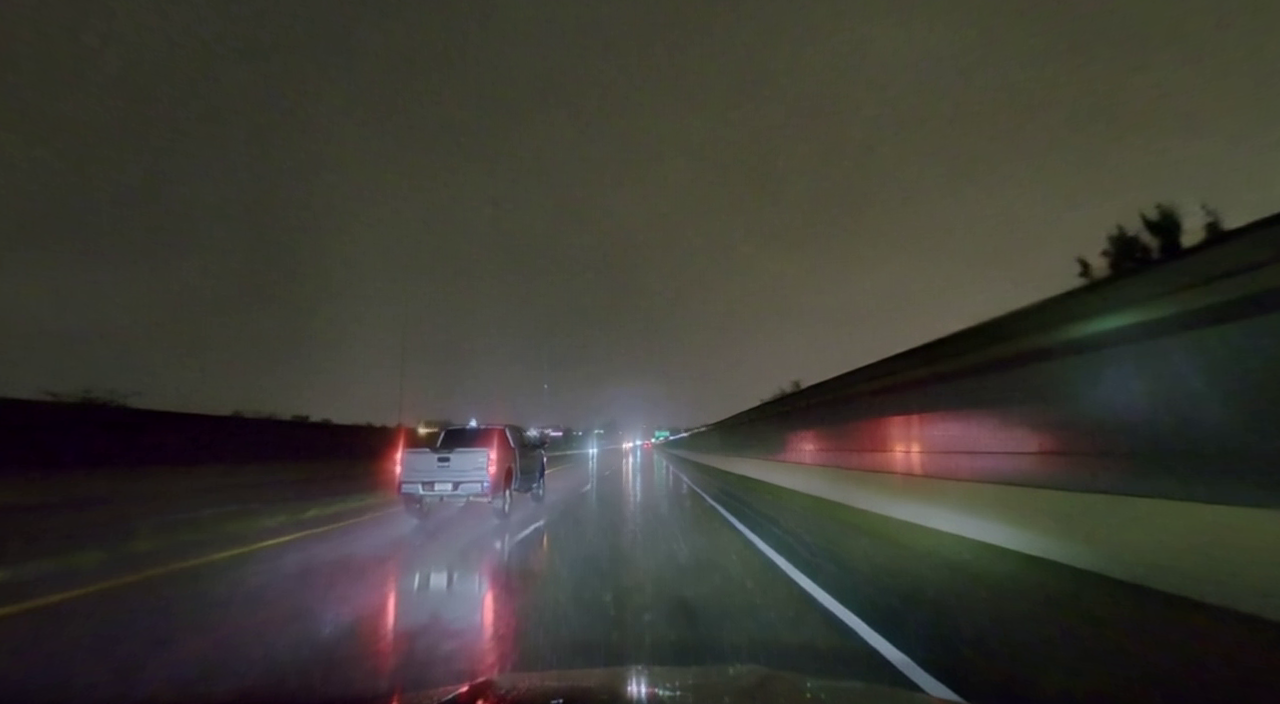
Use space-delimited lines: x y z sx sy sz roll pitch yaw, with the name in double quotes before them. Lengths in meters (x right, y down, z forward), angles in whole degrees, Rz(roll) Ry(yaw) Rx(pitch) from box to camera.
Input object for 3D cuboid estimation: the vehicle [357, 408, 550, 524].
"vehicle" -3.567 2.349 13.539 2.350 1.932 5.562 0 -8 1
